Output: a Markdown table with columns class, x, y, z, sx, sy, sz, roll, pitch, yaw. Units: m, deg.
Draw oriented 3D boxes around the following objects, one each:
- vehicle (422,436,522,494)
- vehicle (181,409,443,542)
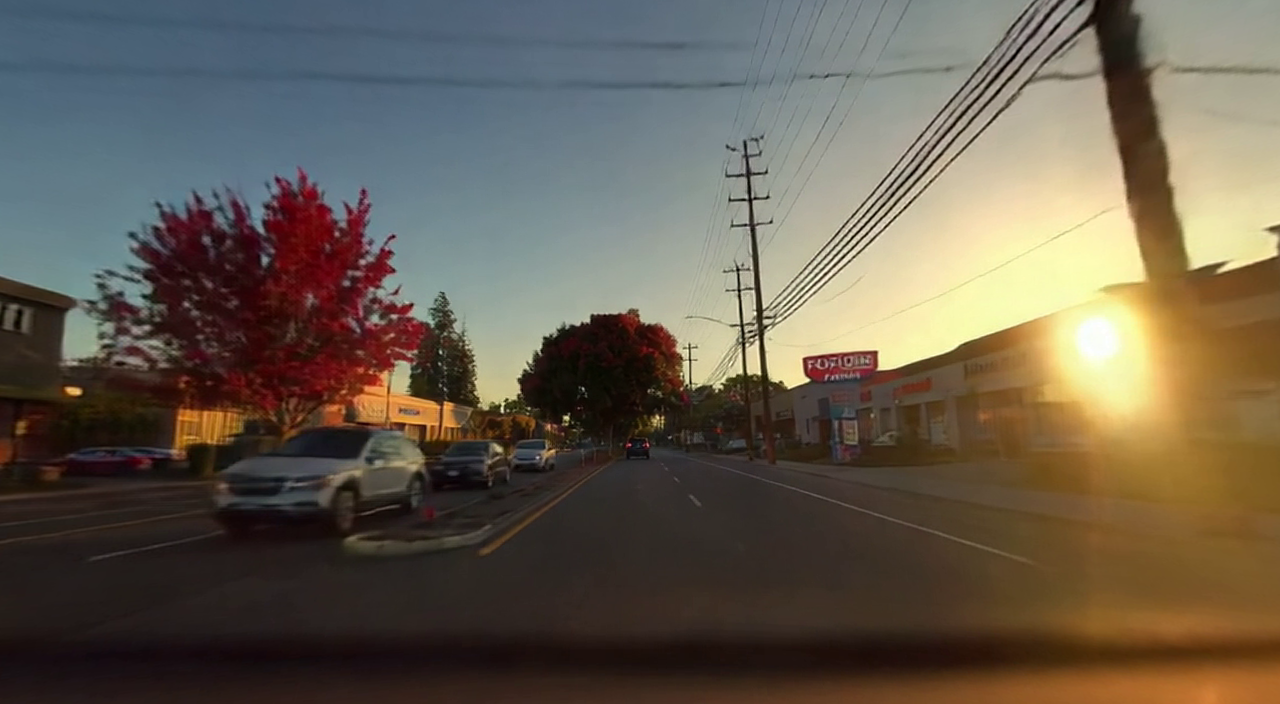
| class | x | y | z | sx | sy | sz | roll | pitch | yaw |
| --- | --- | --- | --- | --- | --- | --- | --- | --- | --- |
| vehicle | -5.083 | 3.459 | 19.806 | 1.909 | 1.524 | 4.614 | -2 | -8 | 0 |
| vehicle | -5.536 | 2.144 | 11.710 | 2.278 | 1.828 | 4.970 | -2 | -8 | -1 |
